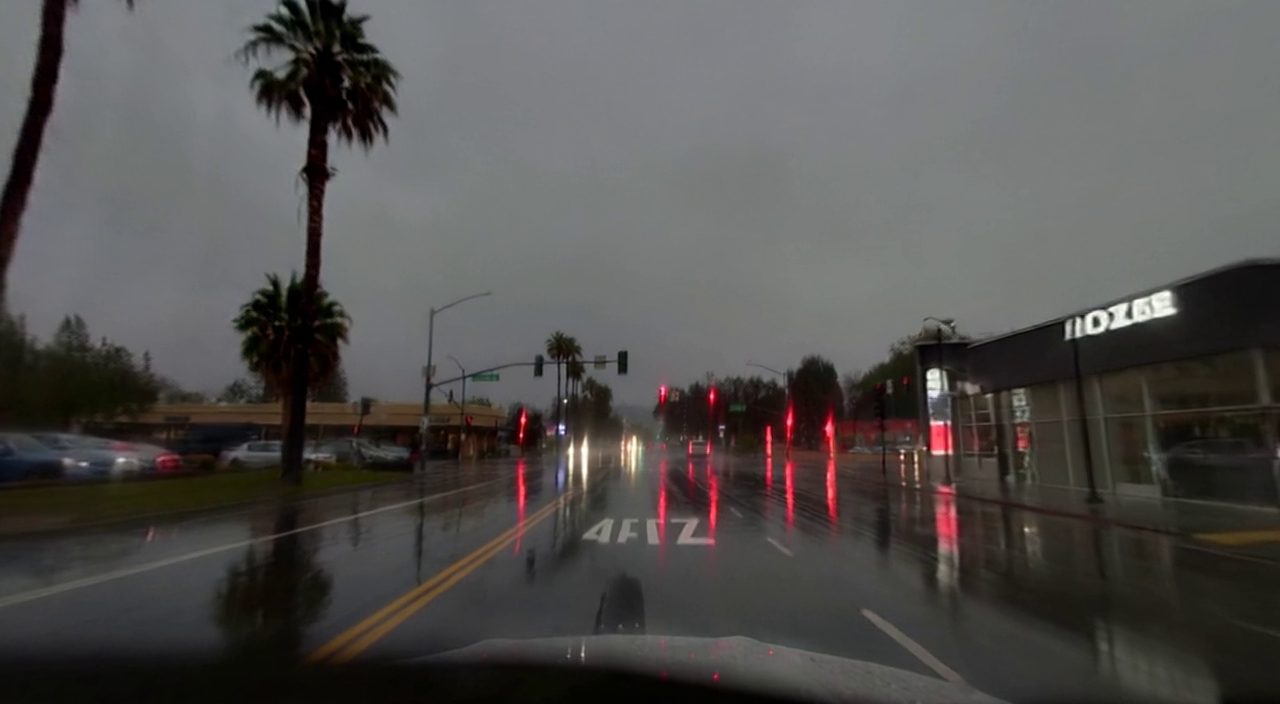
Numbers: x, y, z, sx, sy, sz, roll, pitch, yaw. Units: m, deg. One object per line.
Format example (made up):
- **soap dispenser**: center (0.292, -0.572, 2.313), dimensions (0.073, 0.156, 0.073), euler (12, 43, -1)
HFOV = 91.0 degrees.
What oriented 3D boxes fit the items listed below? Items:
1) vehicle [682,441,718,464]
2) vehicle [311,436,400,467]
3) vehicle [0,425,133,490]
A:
- **vehicle**: center (4.066, 6.926, 43.372), dimensions (2.065, 1.507, 4.225), euler (0, -9, -1)
- **vehicle**: center (-19.447, 6.814, 43.194), dimensions (4.901, 2.064, 2.296), euler (0, -8, 1)
- **vehicle**: center (-19.526, 3.285, 19.741), dimensions (5.049, 1.874, 2.462), euler (0, -9, 0)
